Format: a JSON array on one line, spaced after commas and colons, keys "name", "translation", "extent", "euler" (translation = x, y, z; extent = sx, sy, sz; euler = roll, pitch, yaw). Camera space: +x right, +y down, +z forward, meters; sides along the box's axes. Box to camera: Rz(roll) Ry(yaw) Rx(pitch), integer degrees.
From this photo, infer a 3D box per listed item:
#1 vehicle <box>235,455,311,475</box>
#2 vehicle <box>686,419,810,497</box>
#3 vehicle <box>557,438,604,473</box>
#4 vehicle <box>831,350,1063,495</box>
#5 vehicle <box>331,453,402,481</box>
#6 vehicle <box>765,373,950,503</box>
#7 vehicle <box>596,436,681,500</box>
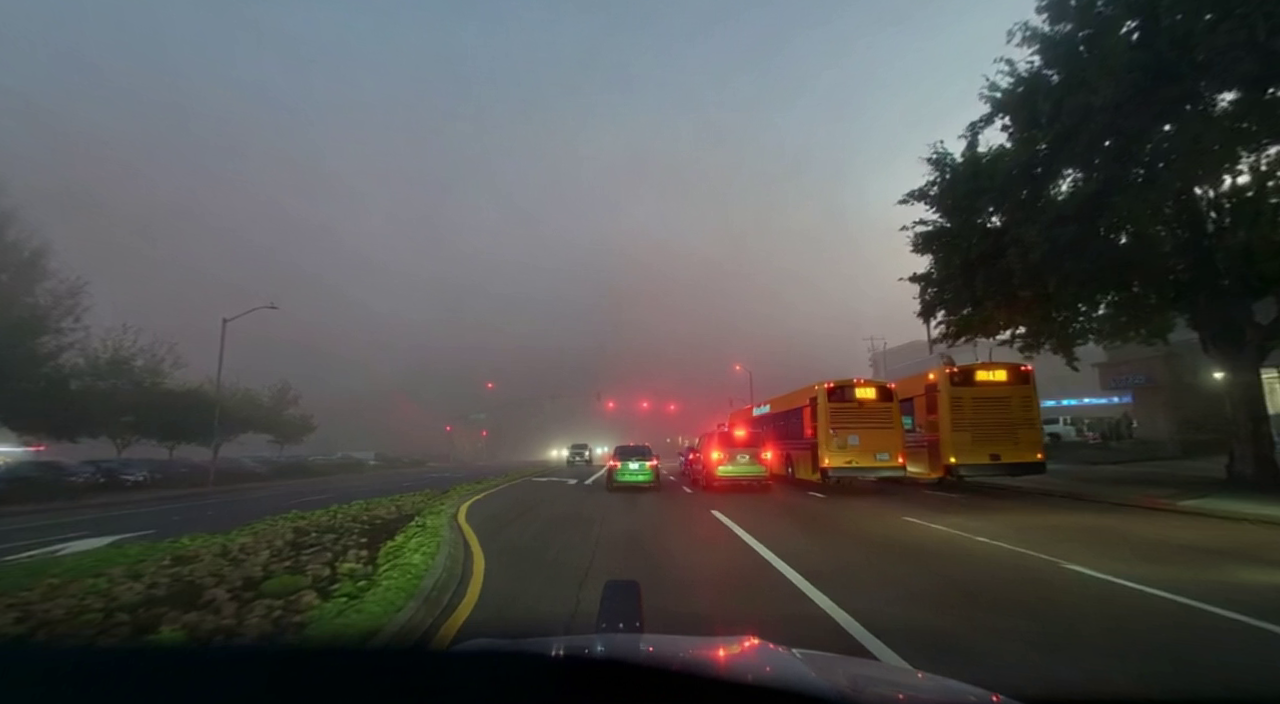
[{"name": "vehicle", "translation": [-28.359, 8.728, 48.993], "extent": [4.881, 1.458, 1.914], "euler": [4, -10, -27]}, {"name": "vehicle", "translation": [2.957, 3.140, 19.065], "extent": [2.490, 1.951, 5.931], "euler": [0, -9, -2]}, {"name": "vehicle", "translation": [-3.089, 5.478, 33.544], "extent": [2.180, 1.708, 4.397], "euler": [0, -9, -1]}, {"name": "vehicle", "translation": [10.313, 2.762, 23.286], "extent": [3.181, 4.110, 10.468], "euler": [0, -9, 0]}, {"name": "vehicle", "translation": [-14.822, 6.228, 34.458], "extent": [1.960, 1.396, 4.185], "euler": [-1, -9, 1]}, {"name": "vehicle", "translation": [6.458, 2.798, 20.683], "extent": [2.879, 3.318, 8.881], "euler": [0, -8, 0]}, {"name": "vehicle", "translation": [-0.101, 3.125, 17.344], "extent": [2.071, 1.525, 3.723], "euler": [0, -9, -2]}]
